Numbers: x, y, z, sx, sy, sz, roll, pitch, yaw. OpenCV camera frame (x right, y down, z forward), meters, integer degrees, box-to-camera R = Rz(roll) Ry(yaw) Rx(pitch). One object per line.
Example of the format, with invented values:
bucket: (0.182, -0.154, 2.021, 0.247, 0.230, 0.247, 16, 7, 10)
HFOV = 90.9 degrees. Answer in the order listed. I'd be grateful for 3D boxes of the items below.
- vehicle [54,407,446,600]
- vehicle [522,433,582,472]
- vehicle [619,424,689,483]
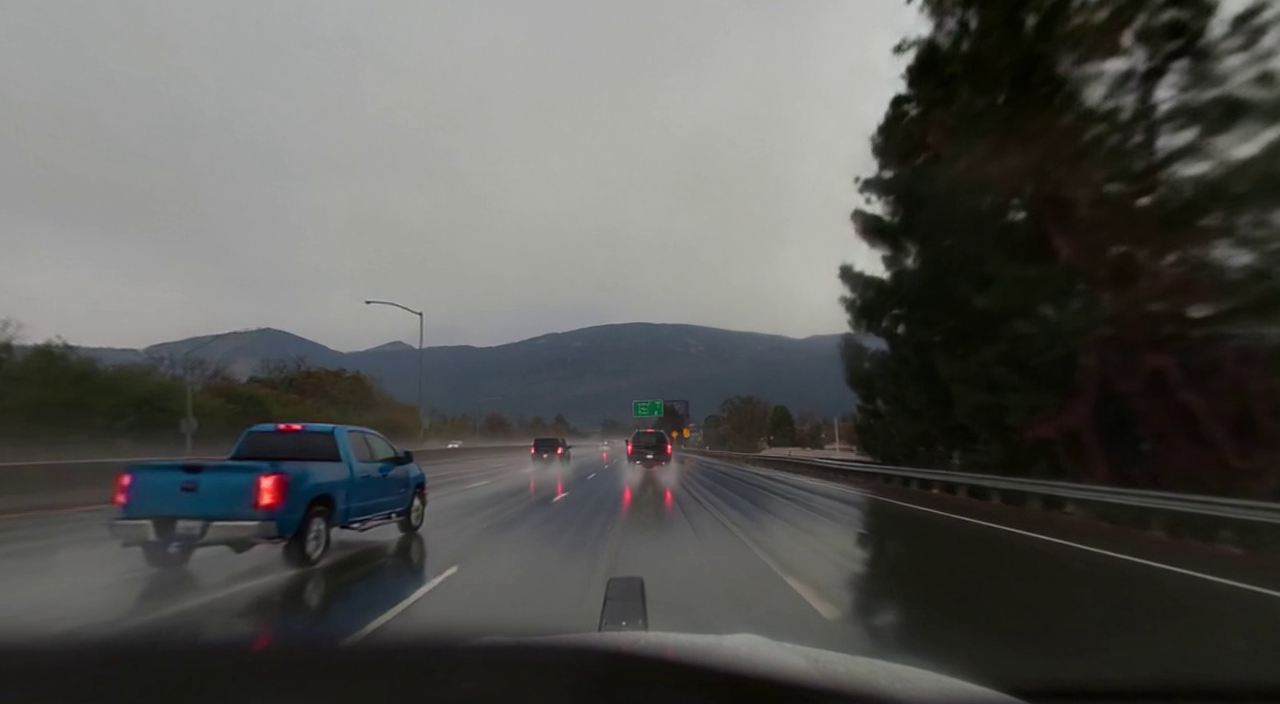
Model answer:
vehicle: (-3.920, 1.576, 7.406, 1.959, 1.604, 4.065, 0, -8, 0)
vehicle: (-3.922, 4.581, 28.892, 2.106, 1.651, 4.040, -1, -8, 1)
vehicle: (0.466, 3.637, 22.850, 2.229, 1.837, 5.387, 0, -8, 1)
